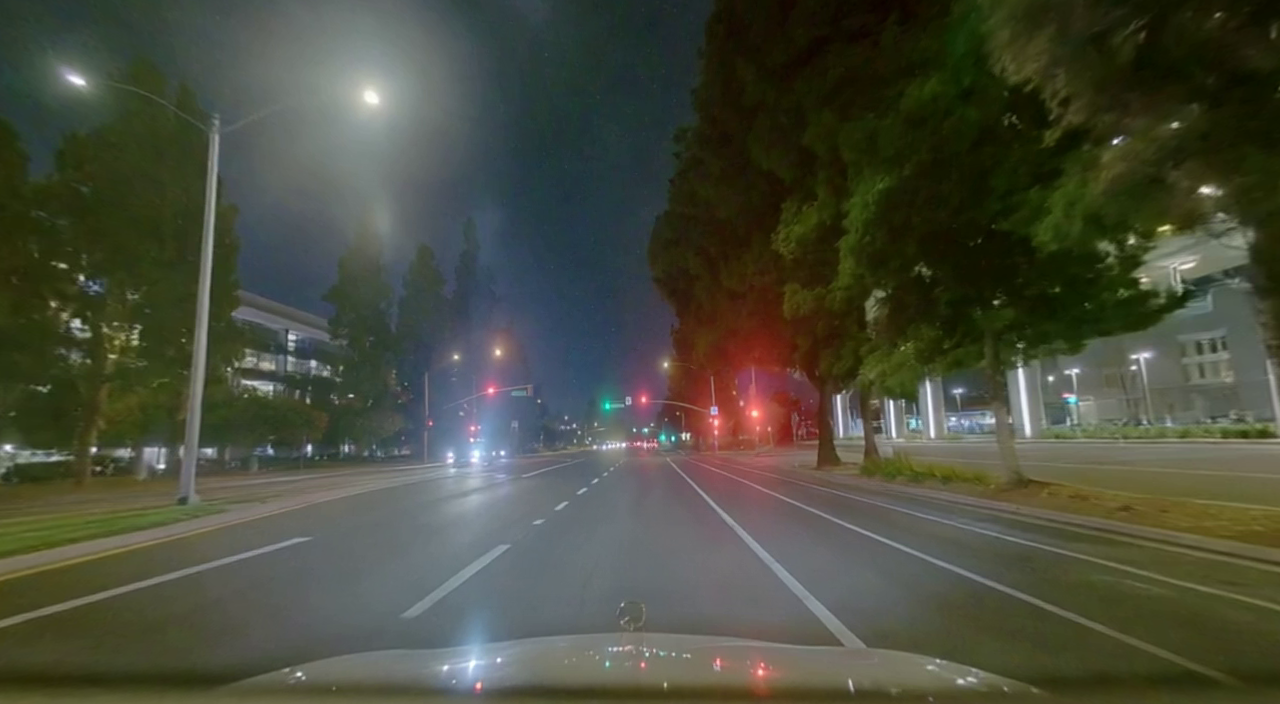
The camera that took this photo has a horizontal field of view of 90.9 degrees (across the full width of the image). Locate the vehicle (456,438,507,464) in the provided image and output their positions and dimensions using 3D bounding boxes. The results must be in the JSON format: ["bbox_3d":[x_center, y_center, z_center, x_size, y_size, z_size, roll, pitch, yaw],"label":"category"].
[{"bbox_3d":[-12.109,7.598,48.535,2.225,1.876,5.661,0,-8,2],"label":"vehicle"}]

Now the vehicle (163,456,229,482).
[{"bbox_3d":[-34.278,9.027,48.858,2.020,1.812,4.914,1,-8,-7],"label":"vehicle"}]
